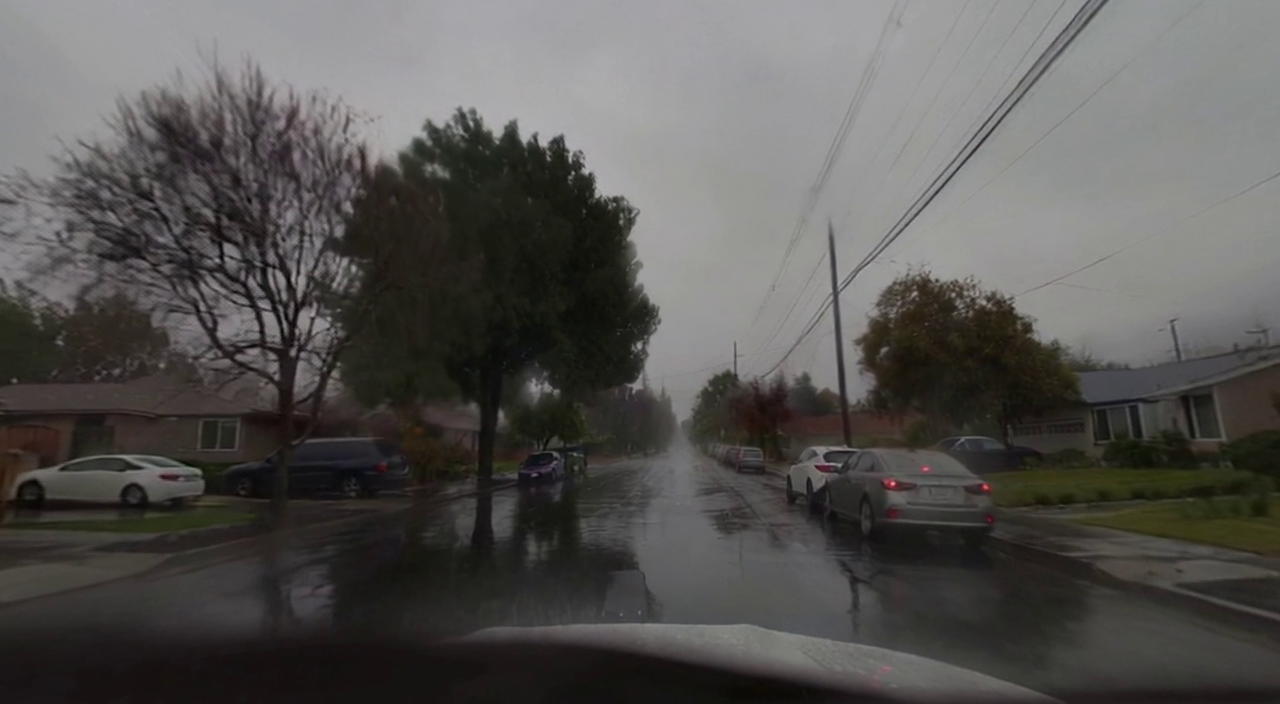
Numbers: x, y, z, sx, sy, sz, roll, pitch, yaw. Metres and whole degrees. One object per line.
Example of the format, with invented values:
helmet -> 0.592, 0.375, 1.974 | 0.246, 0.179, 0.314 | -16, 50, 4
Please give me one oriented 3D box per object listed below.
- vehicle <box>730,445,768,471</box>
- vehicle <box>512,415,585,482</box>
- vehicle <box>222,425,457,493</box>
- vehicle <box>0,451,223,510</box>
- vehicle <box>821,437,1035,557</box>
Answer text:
vehicle -> 6.281, 6.139, 36.749 | 1.743, 1.440, 3.732 | 0, -9, 2
vehicle -> -4.289, 4.711, 30.816 | 2.199, 2.902, 5.848 | 0, -9, 5
vehicle -> -9.630, 3.468, 20.654 | 6.488, 2.009, 2.354 | 0, -9, 4
vehicle -> -13.982, 3.372, 16.840 | 4.481, 1.420, 1.712 | 0, -9, 1
vehicle -> 4.153, 2.102, 9.871 | 1.845, 1.453, 3.792 | 0, -9, 6
